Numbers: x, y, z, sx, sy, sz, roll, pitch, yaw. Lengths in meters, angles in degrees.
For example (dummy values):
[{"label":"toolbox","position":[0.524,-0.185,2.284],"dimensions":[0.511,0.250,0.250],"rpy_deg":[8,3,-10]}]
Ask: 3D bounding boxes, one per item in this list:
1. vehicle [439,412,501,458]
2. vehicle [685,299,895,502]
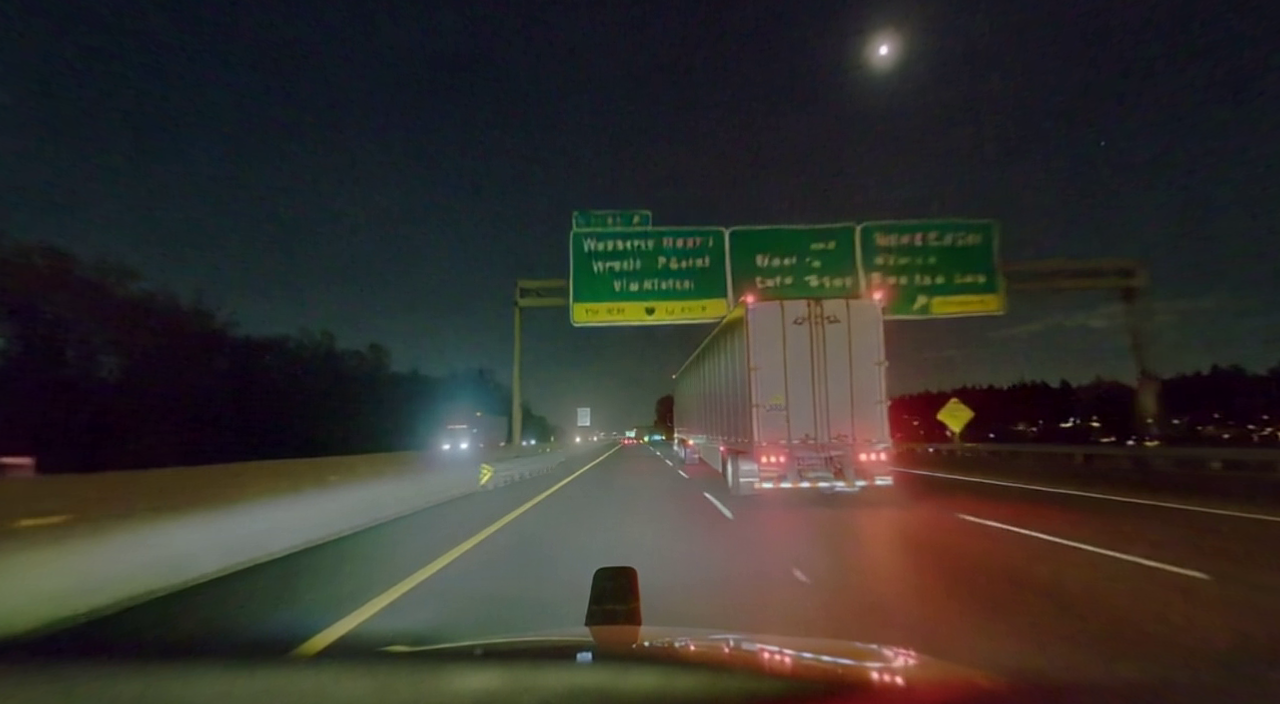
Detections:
[{"label":"vehicle","position":[-13.116,6.502,49.366],"dimensions":[2.697,3.310,7.825],"rpy_deg":[0,-7,-1]},{"label":"vehicle","position":[3.399,1.781,19.087],"dimensions":[2.954,3.995,13.335],"rpy_deg":[0,-7,-1]}]
